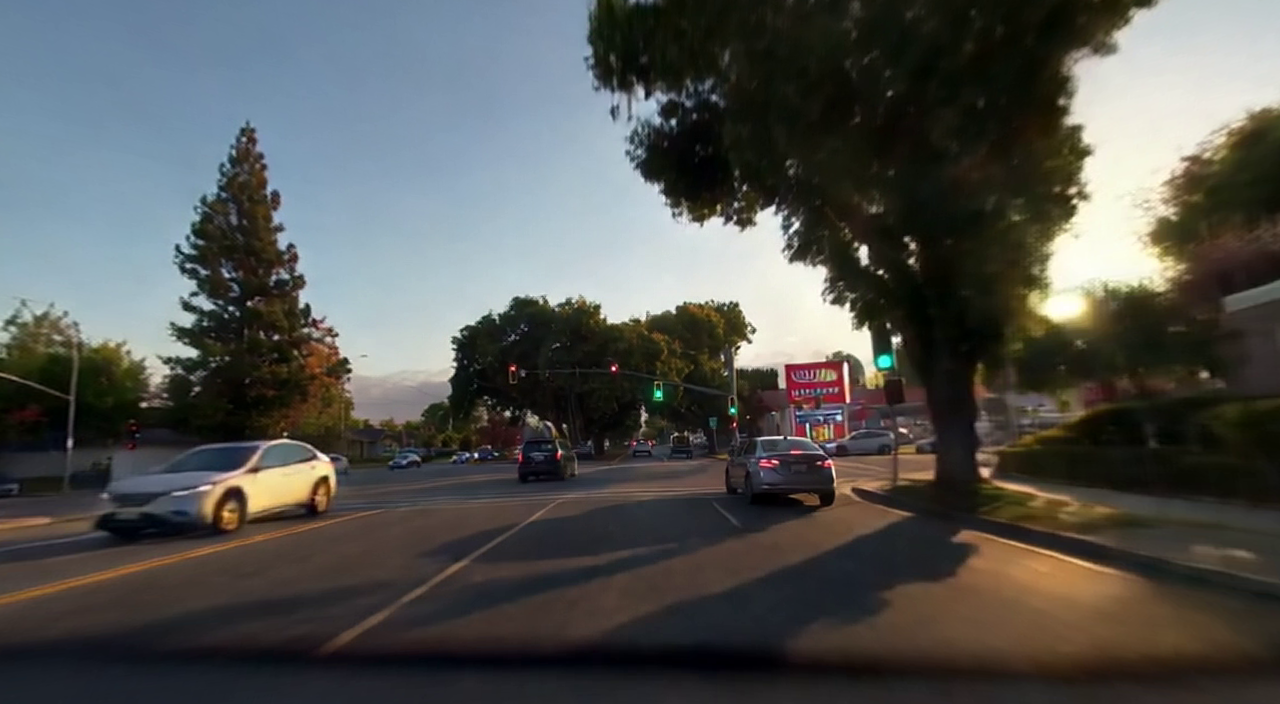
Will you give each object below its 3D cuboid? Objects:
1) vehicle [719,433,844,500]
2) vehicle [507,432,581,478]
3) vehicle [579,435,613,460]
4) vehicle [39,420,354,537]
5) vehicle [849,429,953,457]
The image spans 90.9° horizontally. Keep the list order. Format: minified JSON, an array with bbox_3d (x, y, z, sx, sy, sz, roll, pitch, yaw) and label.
[{"bbox_3d":[3.437,2.894,16.381,2.095,1.475,4.686,0,-8,-1],"label":"vehicle"},{"bbox_3d":[-3.799,4.191,25.875,2.250,1.713,4.422,0,-8,1],"label":"vehicle"},{"bbox_3d":[-3.298,7.259,48.154,2.126,1.810,4.414,0,-8,2],"label":"vehicle"},{"bbox_3d":[-7.882,2.296,12.176,2.224,1.747,5.274,0,-8,0],"label":"vehicle"},{"bbox_3d":[14.422,5.047,34.992,4.776,1.486,2.138,1,-9,-5],"label":"vehicle"}]
